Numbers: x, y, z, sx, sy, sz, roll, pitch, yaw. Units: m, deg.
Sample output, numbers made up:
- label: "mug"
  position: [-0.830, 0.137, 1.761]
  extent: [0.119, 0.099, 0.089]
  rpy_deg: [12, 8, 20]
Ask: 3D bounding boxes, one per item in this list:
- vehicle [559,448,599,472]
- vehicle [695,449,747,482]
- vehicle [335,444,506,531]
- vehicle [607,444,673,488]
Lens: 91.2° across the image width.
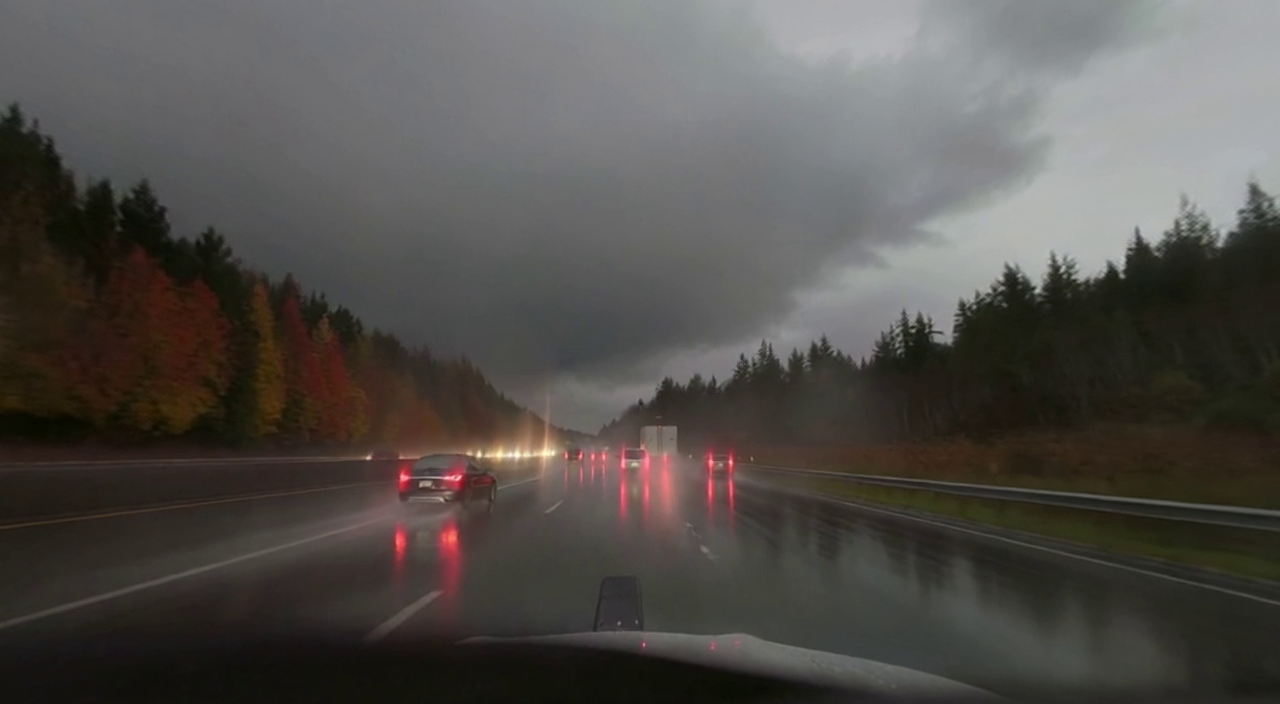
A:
- label: "vehicle"
  position: [-4.478, 7.995, 46.654]
  extent: [2.545, 1.679, 4.267]
  rpy_deg: [0, -9, 0]
- label: "vehicle"
  position: [4.148, 5.845, 32.658]
  extent: [2.035, 1.571, 4.413]
  rpy_deg: [0, -9, -1]
- label: "vehicle"
  position: [-4.229, 2.662, 12.909]
  extent: [2.017, 1.469, 4.113]
  rpy_deg: [0, -9, 0]
- label: "vehicle"
  position: [-0.004, 4.860, 27.029]
  extent: [2.634, 1.679, 4.070]
  rpy_deg: [0, -9, 0]
